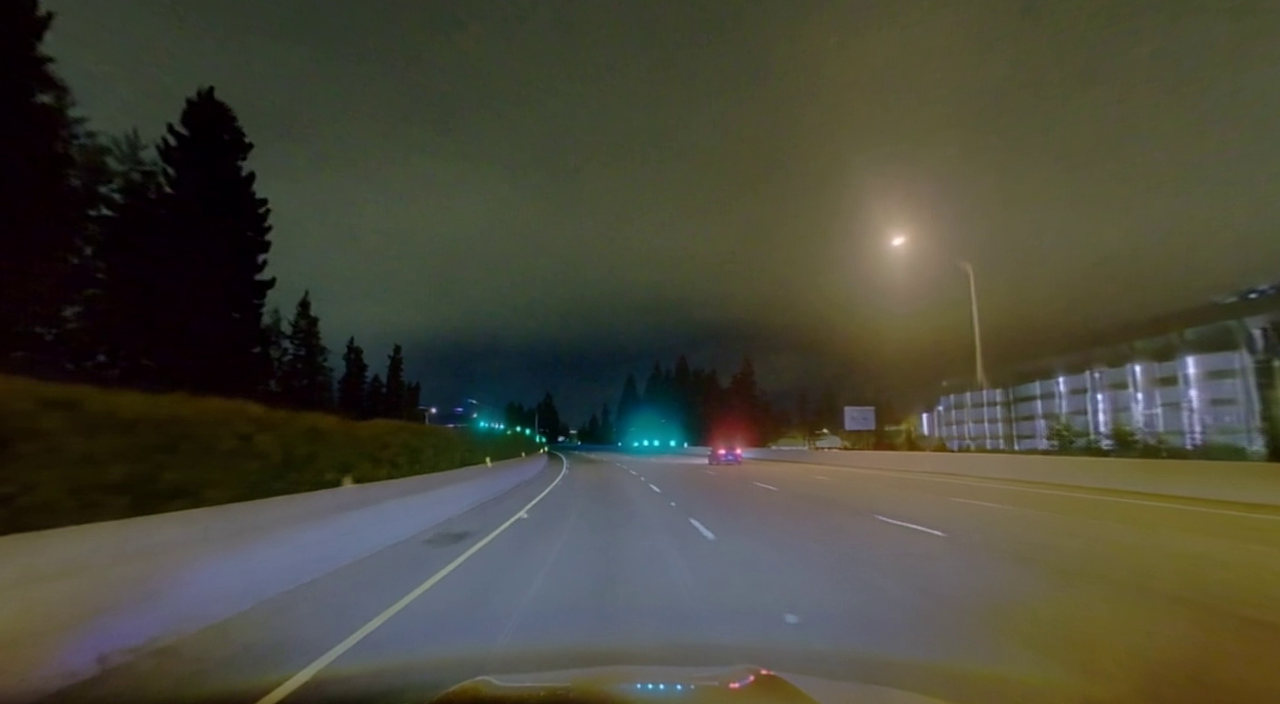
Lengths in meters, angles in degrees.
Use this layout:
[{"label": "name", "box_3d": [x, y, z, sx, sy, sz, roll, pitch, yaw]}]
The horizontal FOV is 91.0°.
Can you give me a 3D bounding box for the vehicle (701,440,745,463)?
[{"label": "vehicle", "box_3d": [5.734, 6.937, 44.094, 1.908, 1.483, 4.474, 1, -9, -9]}]
